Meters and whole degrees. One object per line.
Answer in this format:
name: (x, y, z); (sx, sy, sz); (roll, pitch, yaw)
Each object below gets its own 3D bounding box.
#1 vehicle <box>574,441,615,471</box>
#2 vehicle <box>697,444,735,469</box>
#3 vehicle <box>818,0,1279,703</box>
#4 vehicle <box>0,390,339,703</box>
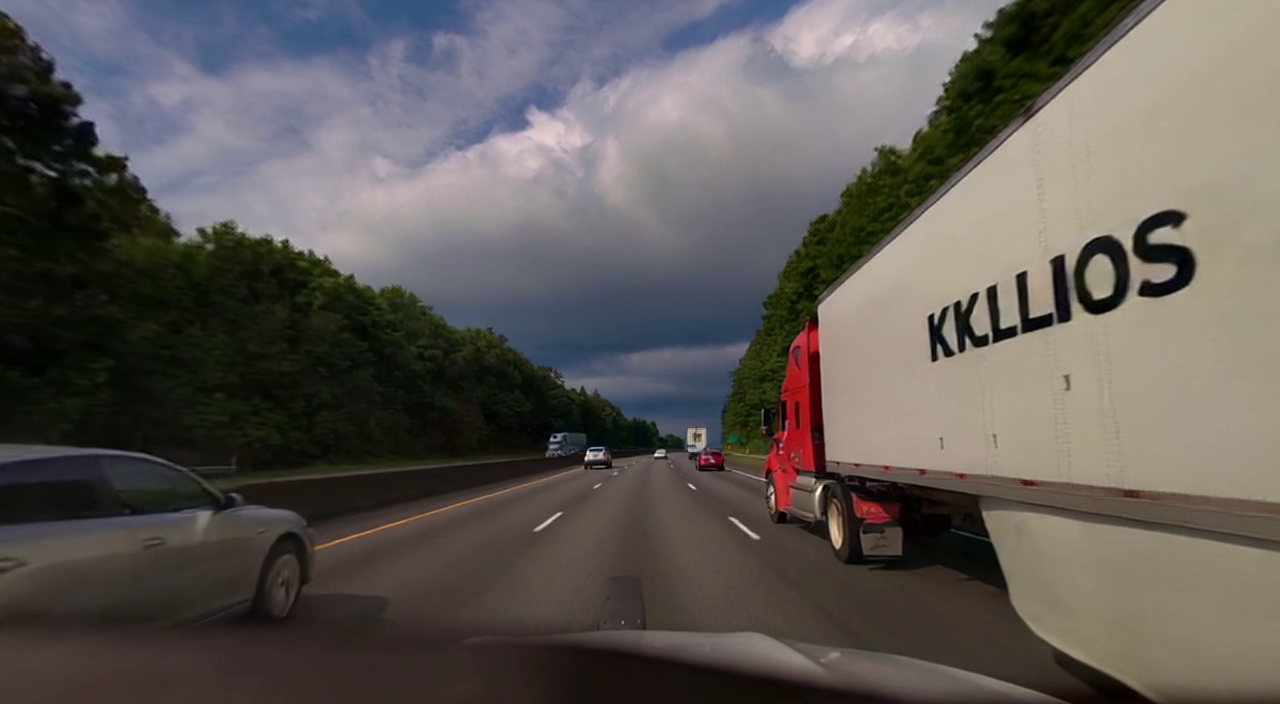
vehicle: (-2.665, 6.213, 37.694); (2.017, 1.683, 4.309); (-1, -9, 2)
vehicle: (5.124, 7.127, 43.094); (2.176, 1.598, 3.878); (0, -9, 1)
vehicle: (4.309, -0.069, 4.500); (2.914, 3.998, 11.103); (0, -9, 1)
vehicle: (-3.356, 0.923, 2.328); (2.085, 1.530, 4.809); (0, -9, 0)
